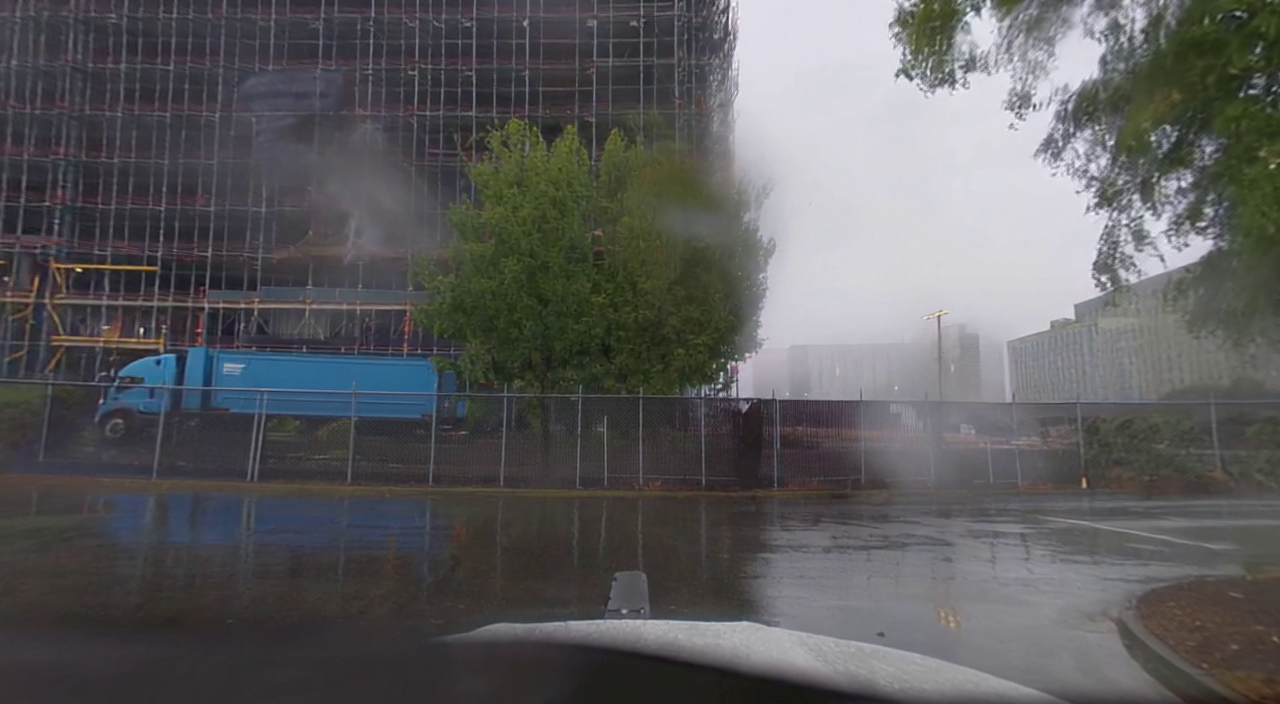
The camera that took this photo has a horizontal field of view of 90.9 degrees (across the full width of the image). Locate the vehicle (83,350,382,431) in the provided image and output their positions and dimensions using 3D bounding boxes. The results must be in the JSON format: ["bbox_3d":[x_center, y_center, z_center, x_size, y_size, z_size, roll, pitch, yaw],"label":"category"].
[{"bbox_3d":[-22.754,2.420,36.444,14.067,4.099,2.832,3,-7,-15],"label":"vehicle"}]
